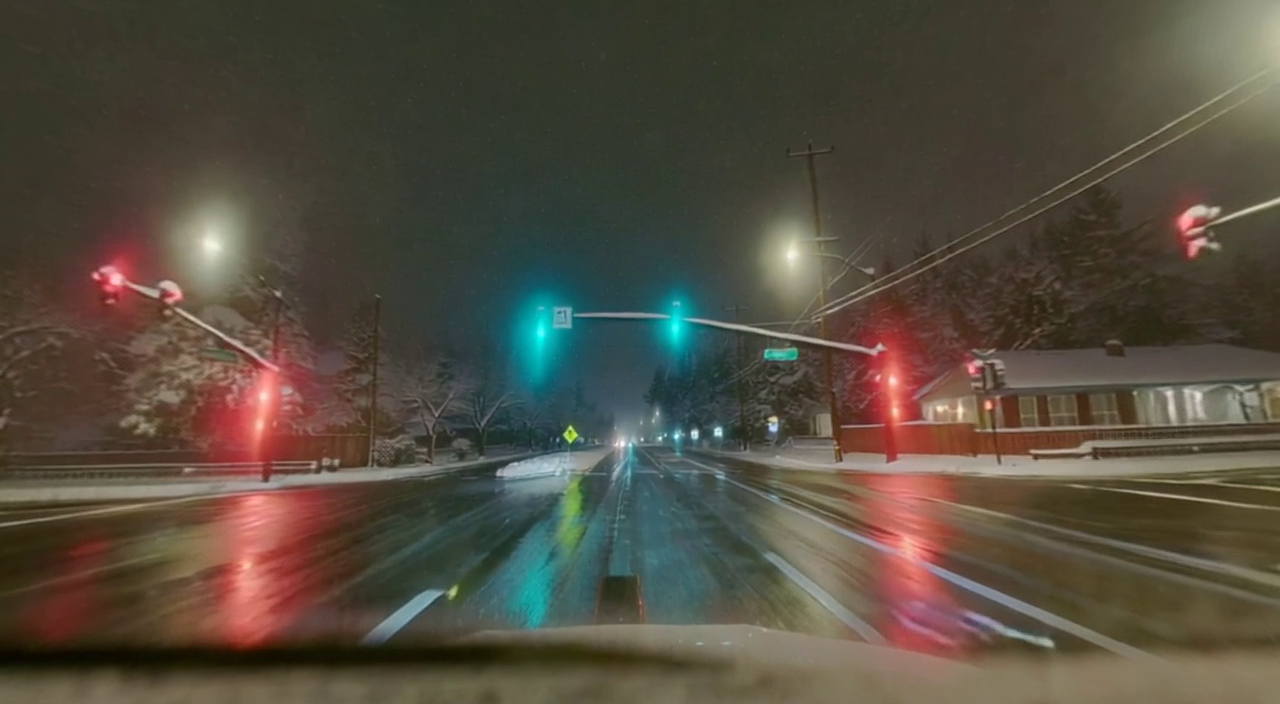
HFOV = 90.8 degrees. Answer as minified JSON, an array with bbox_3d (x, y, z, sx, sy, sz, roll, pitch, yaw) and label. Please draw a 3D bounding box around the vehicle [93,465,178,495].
[{"bbox_3d":[-28.926,7.302,36.392,1.974,1.457,4.248,1,-9,-11],"label":"vehicle"}]
